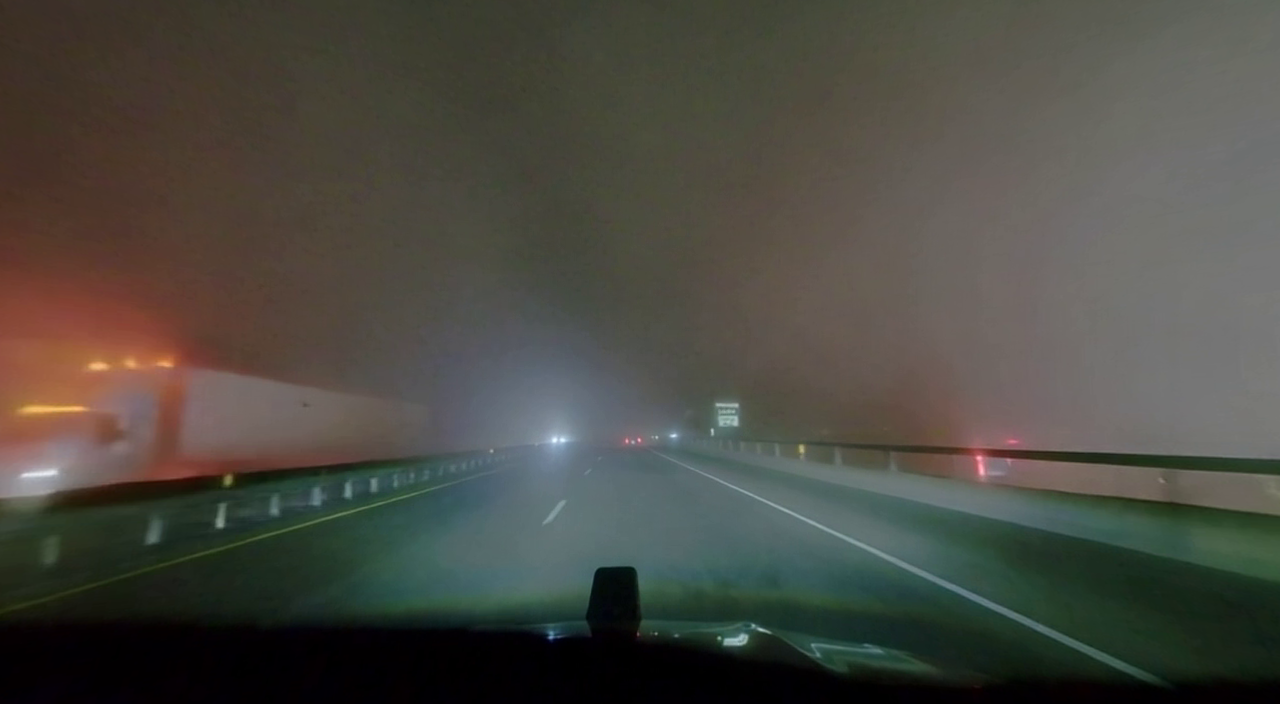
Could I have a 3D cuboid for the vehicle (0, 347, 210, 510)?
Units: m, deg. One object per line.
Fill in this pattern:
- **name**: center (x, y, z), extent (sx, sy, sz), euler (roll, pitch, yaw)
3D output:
- **vehicle**: center (-16.296, 2.231, 18.227), extent (3.068, 3.877, 6.541), euler (0, -8, -1)
